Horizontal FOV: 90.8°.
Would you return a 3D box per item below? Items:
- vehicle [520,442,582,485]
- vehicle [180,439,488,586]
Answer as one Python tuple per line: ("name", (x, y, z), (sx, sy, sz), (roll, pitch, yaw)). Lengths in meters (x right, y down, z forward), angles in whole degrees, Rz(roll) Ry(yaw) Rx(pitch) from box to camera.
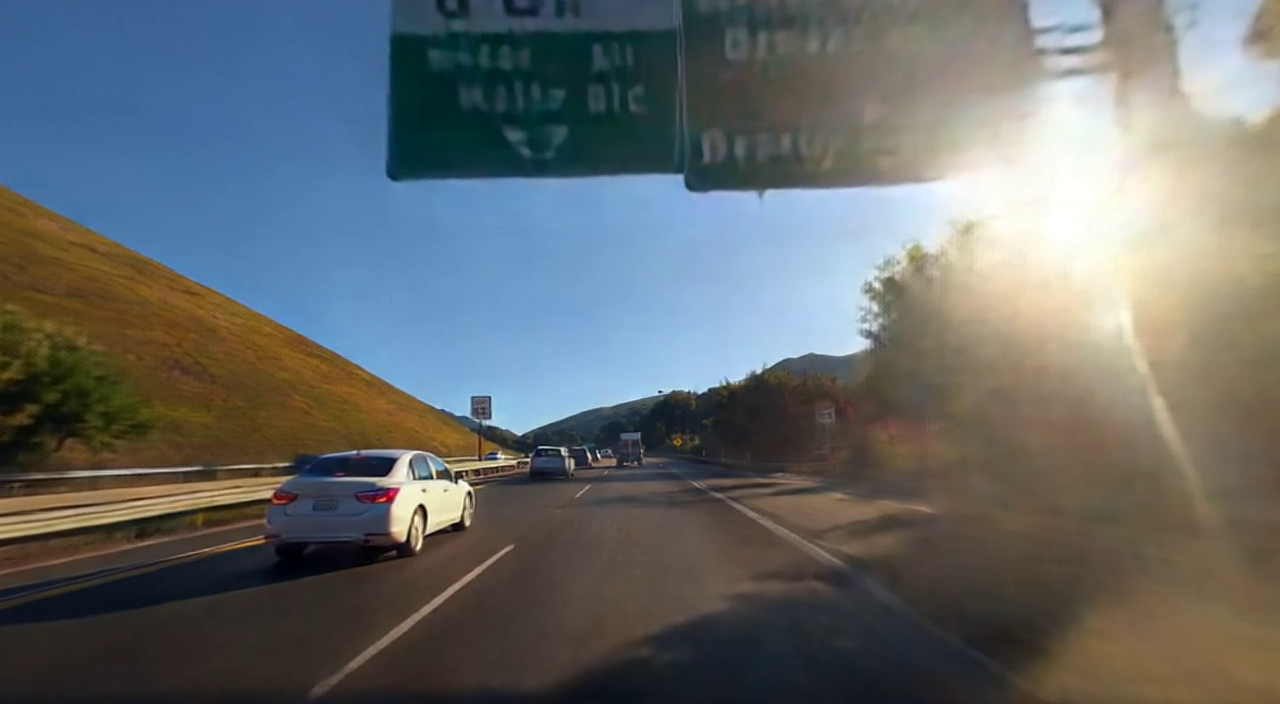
("vehicle", (-3.799, 4.820, 27.570), (2.073, 1.694, 4.162), (0, -9, 0))
("vehicle", (-3.596, 1.960, 8.598), (1.988, 1.440, 4.504), (0, -9, -1))
